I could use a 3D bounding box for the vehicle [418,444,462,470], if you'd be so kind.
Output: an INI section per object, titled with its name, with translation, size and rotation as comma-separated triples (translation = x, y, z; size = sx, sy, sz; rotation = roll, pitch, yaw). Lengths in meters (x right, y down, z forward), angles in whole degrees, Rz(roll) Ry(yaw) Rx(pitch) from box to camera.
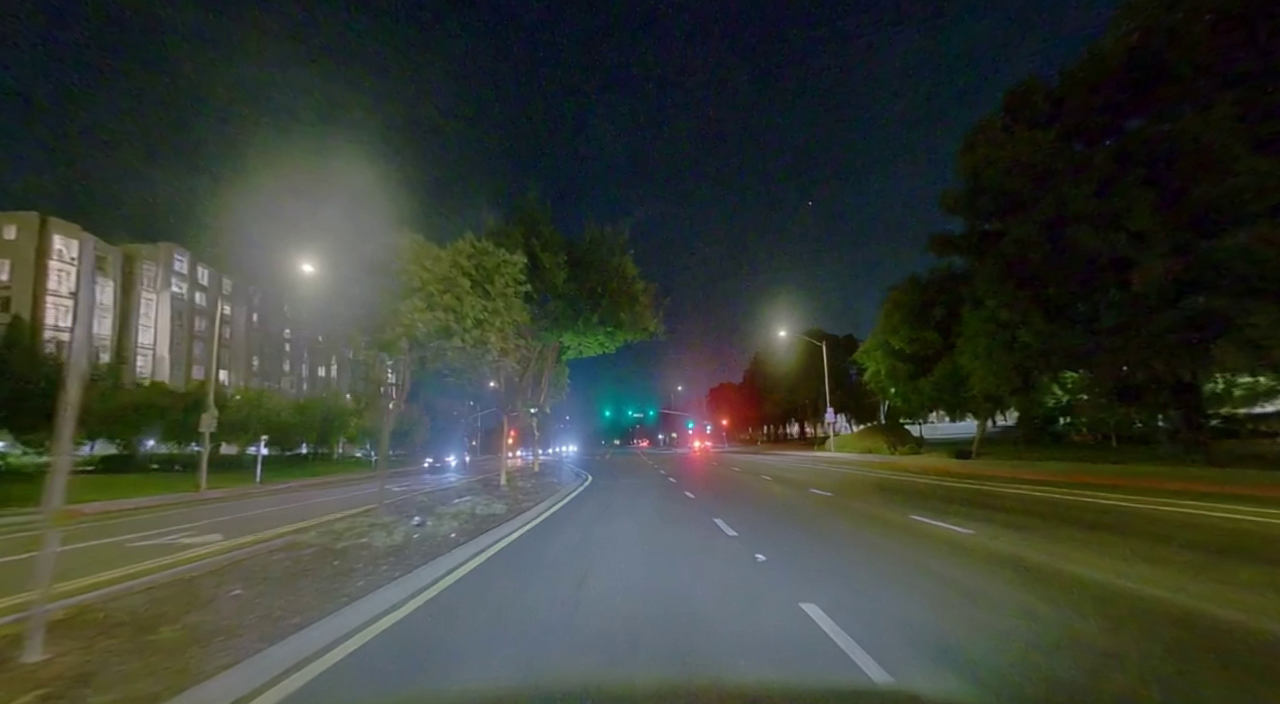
[vehicle]
translation = -15.370, 8.095, 48.777
size = 2.038, 1.857, 5.078
rotation = 0, -9, -4
